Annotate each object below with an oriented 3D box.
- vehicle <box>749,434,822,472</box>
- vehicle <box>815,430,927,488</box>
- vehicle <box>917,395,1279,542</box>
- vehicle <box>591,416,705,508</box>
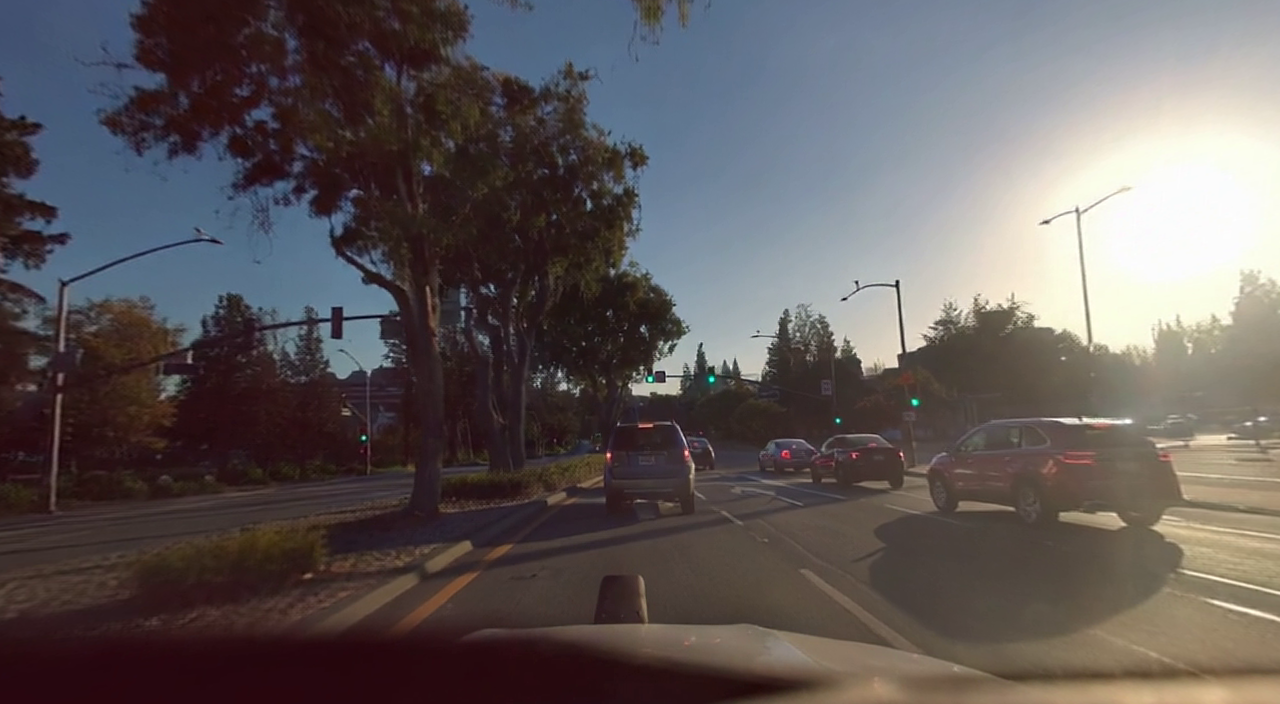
[{"bbox_3d":[7.247,5.109,32.076,2.440,1.775,4.791,0,-9,-1],"label":"vehicle"},{"bbox_3d":[7.311,3.431,20.494,2.025,1.642,4.189,0,-9,0],"label":"vehicle"},{"bbox_3d":[7.121,1.911,10.885,2.251,1.873,5.346,0,-9,0],"label":"vehicle"},{"bbox_3d":[0.128,2.603,15.223,2.353,1.894,4.122,0,-9,-1],"label":"vehicle"}]
